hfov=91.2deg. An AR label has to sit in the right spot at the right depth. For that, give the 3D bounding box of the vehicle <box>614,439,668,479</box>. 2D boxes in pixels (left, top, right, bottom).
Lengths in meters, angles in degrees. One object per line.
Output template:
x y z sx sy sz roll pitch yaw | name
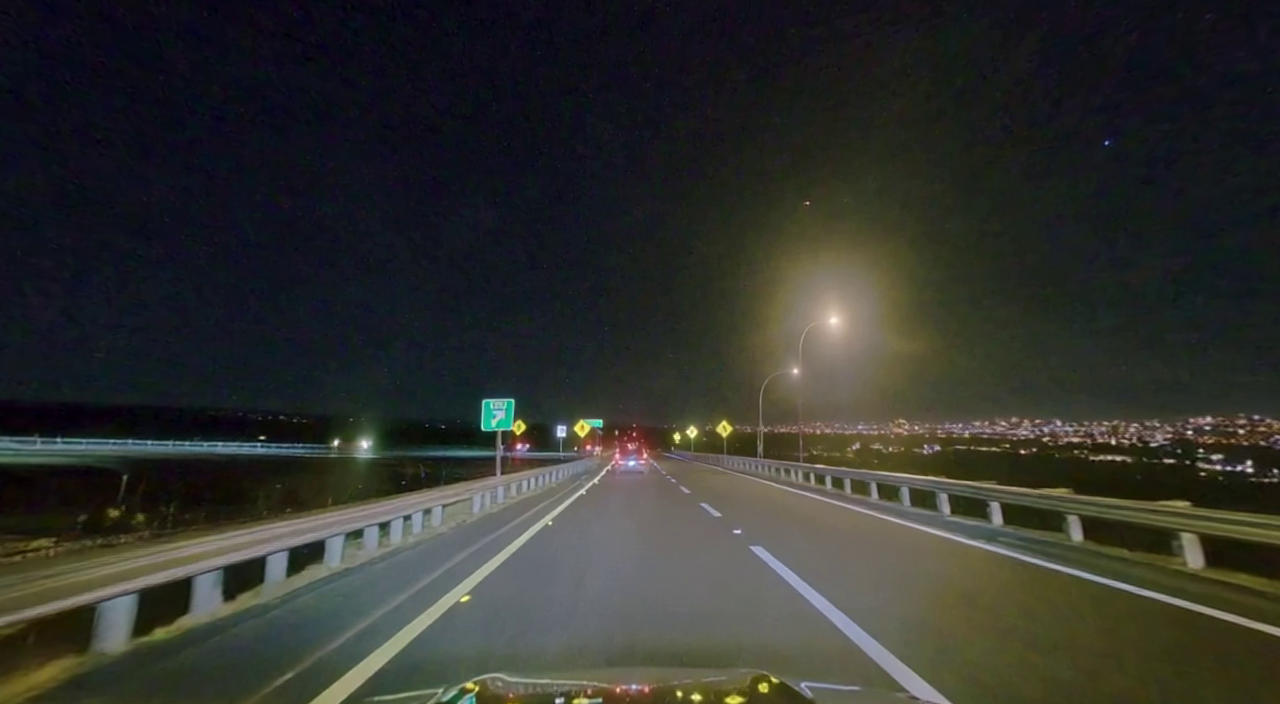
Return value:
0.021 4.281 25.262 2.006 1.486 3.950 0 -9 0 | vehicle
